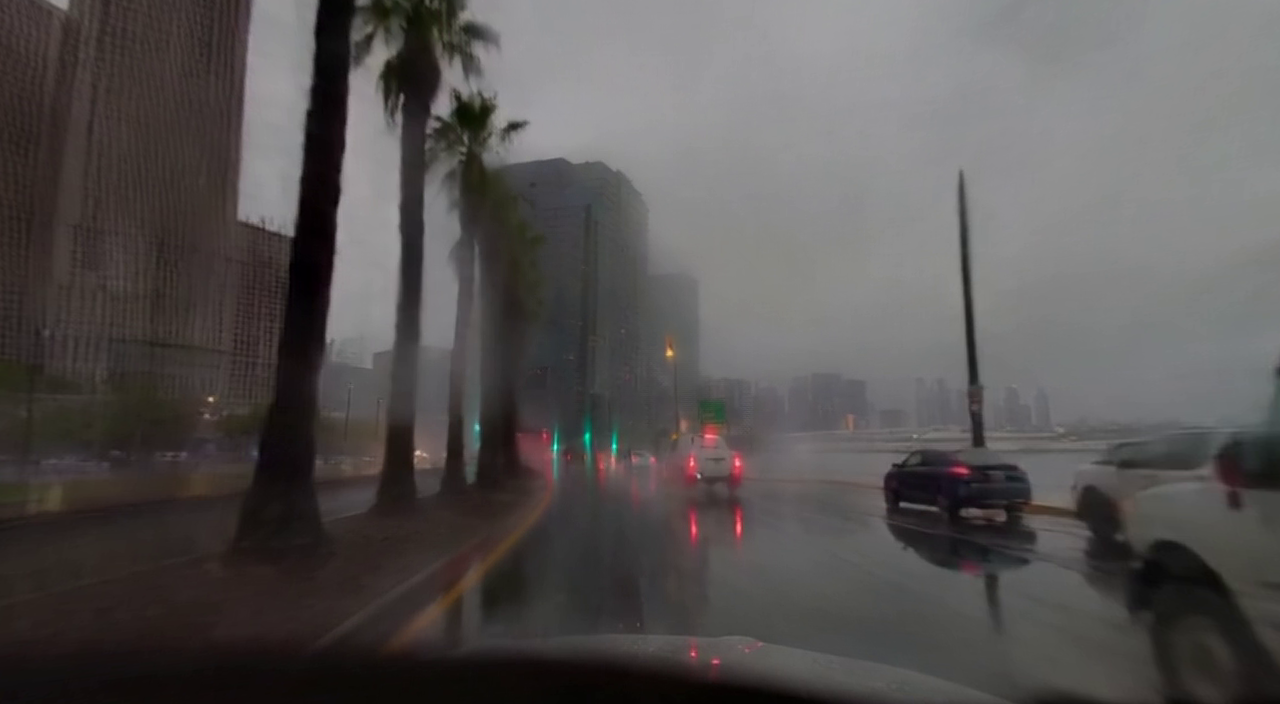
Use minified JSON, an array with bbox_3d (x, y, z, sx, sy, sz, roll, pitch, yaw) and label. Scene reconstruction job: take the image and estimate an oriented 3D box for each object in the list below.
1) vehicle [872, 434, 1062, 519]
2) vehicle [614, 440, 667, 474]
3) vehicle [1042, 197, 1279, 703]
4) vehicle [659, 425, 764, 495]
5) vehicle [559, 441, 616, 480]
[{"bbox_3d":[7.121,2.738,14.421,1.914,1.596,4.494,0,-9,0],"label":"vehicle"},{"bbox_3d":[-0.060,5.853,35.423,2.214,1.711,4.474,1,-9,-10],"label":"vehicle"},{"bbox_3d":[3.537,0.333,0.878,2.434,2.171,5.098,0,-9,-2],"label":"vehicle"},{"bbox_3d":[2.125,3.477,20.707,2.407,1.991,5.130,1,-9,-5],"label":"vehicle"},{"bbox_3d":[-2.553,5.016,29.596,2.332,1.625,4.933,1,-9,-8],"label":"vehicle"}]
